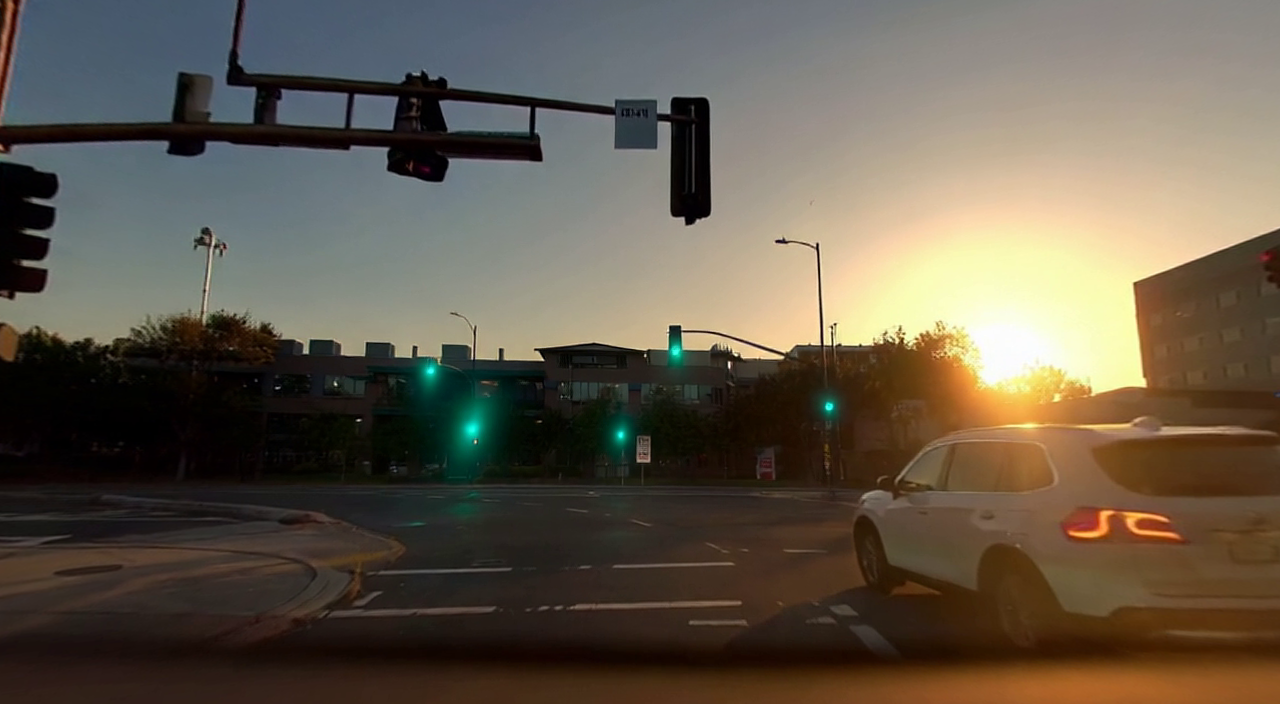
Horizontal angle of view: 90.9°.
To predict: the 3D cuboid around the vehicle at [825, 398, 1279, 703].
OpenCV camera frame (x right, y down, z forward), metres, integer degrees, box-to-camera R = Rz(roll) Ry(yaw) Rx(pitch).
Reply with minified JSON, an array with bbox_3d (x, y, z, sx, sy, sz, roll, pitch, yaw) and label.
[{"bbox_3d":[3.138,1.349,5.070,1.938,1.648,4.211,0,-8,-1],"label":"vehicle"}]
